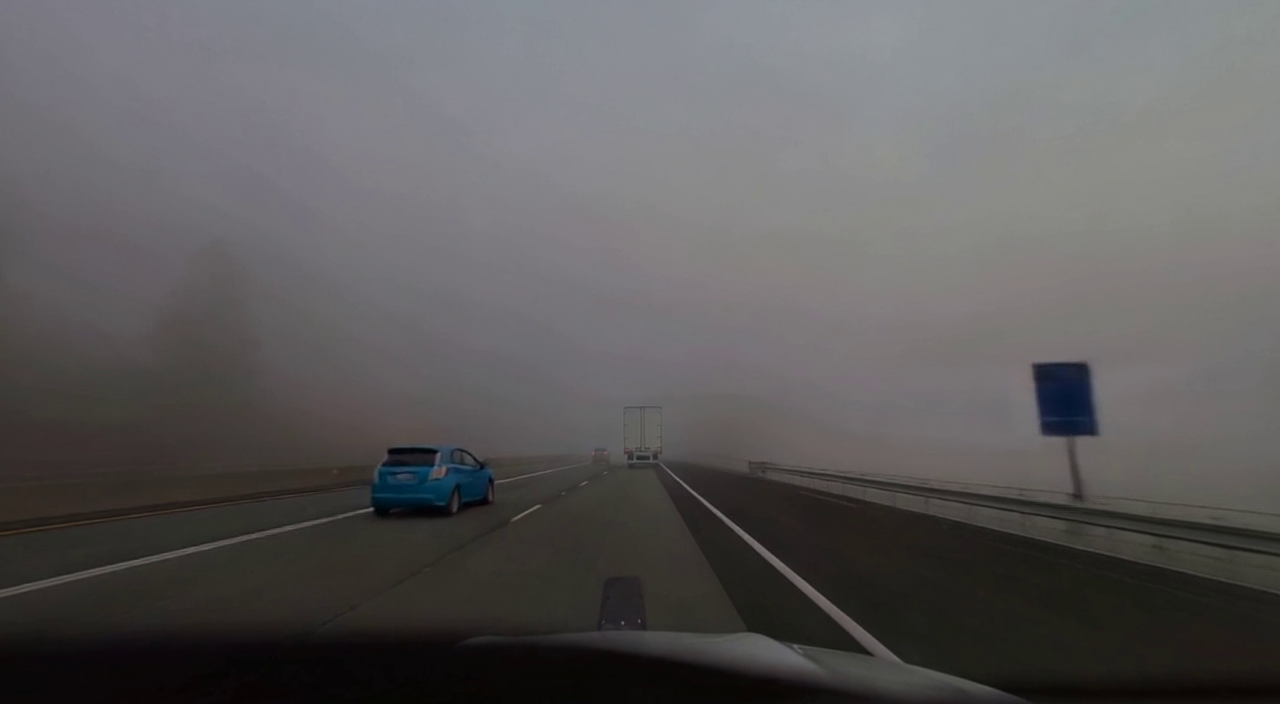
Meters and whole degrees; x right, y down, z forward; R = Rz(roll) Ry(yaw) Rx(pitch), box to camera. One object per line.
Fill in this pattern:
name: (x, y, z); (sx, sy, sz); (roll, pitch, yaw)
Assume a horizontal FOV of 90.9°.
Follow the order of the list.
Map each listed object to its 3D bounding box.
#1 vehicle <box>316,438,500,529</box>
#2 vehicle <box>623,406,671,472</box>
vehicle: (-4.477, 2.592, 13.111); (2.051, 1.538, 4.569); (0, -9, 0)
vehicle: (0.487, 6.017, 43.269); (2.899, 3.966, 10.053); (0, -9, 1)
